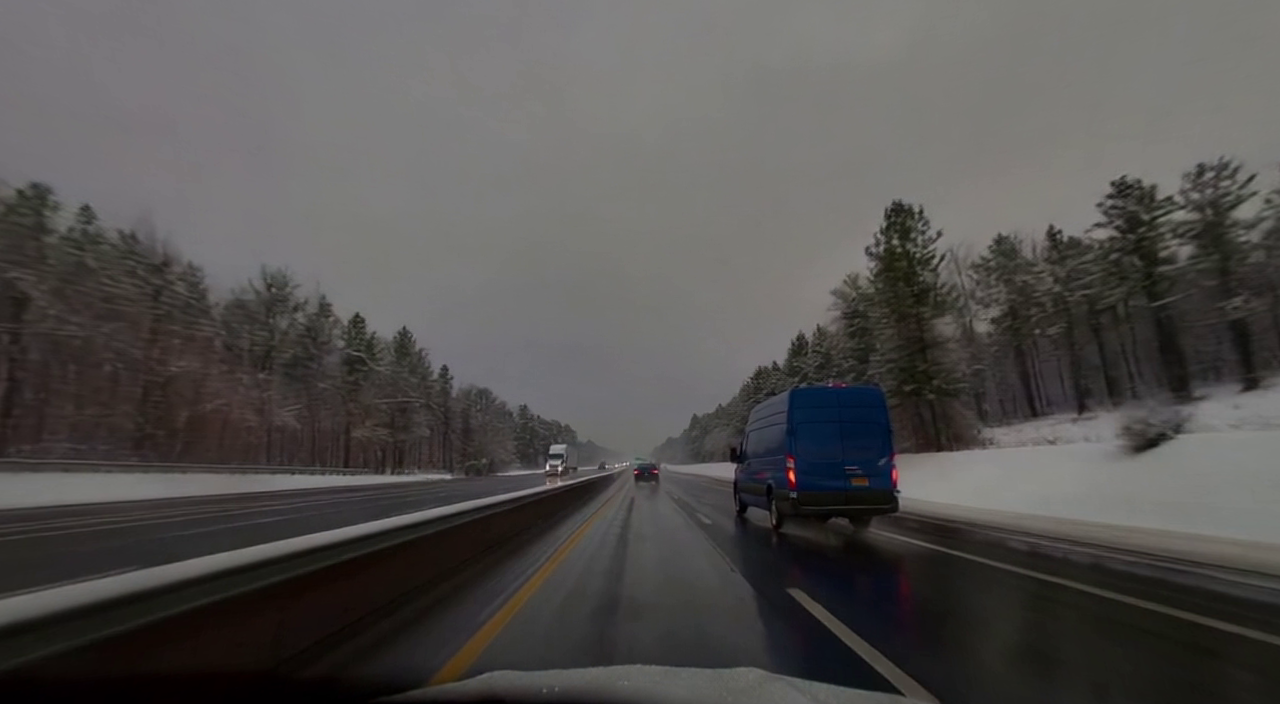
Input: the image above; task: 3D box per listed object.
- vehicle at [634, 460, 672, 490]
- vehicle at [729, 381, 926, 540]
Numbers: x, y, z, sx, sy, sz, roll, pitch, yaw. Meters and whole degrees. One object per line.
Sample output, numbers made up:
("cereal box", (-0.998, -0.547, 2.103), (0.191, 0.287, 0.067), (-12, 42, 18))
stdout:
("vehicle", (0.782, 7.508, 38.615), (2.212, 1.717, 4.452), (1, -10, 0))
("vehicle", (4.032, 2.685, 15.479), (2.563, 2.975, 6.941), (1, -10, -1))
